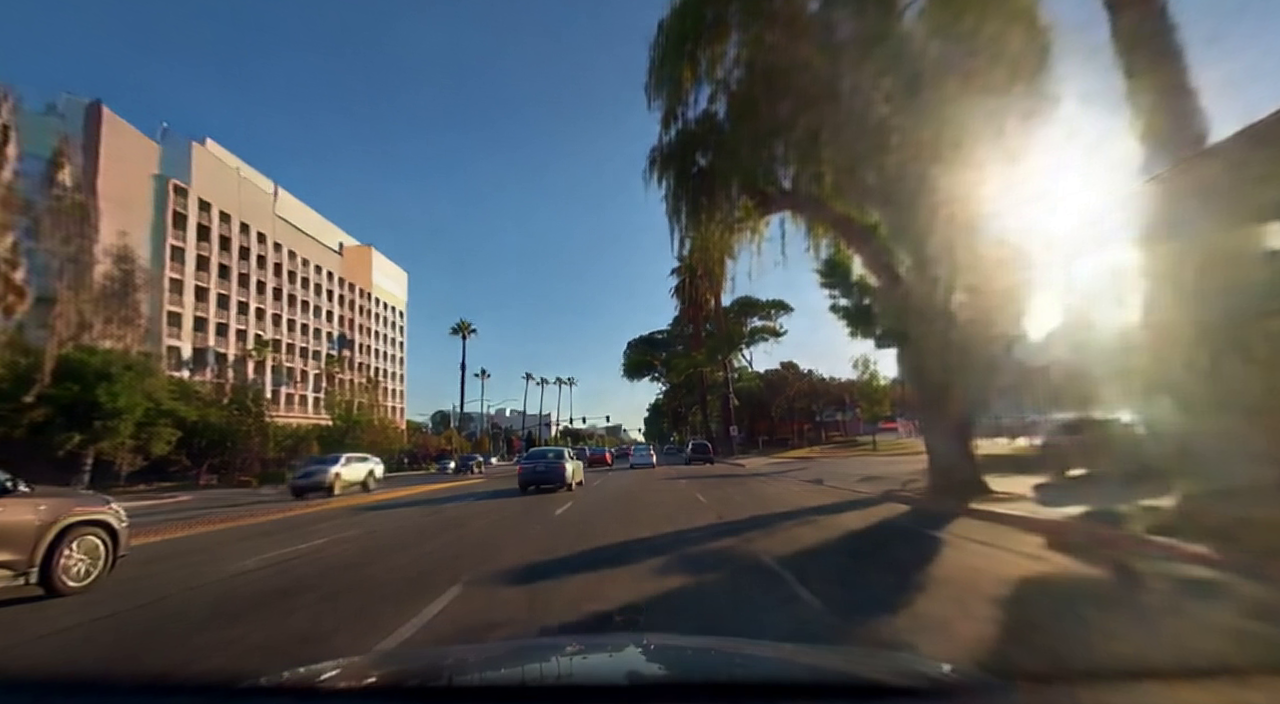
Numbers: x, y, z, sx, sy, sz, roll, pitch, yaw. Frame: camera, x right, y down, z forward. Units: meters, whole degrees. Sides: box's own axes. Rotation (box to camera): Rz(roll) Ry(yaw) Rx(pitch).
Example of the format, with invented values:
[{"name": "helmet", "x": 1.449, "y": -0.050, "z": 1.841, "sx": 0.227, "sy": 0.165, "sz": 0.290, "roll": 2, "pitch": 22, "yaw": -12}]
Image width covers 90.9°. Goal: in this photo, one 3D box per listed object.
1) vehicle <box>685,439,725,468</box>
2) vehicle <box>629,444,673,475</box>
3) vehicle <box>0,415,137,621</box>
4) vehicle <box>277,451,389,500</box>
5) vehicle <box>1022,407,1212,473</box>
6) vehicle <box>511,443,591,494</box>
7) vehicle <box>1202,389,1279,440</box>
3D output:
[{"name": "vehicle", "x": 4.211, "y": 6.680, "z": 41.698, "sx": 2.108, "sy": 1.785, "sz": 4.334, "roll": 0, "pitch": -8, "yaw": -1}, {"name": "vehicle", "x": 0.558, "y": 5.612, "z": 33.076, "sx": 2.147, "sy": 1.507, "sz": 3.953, "roll": 0, "pitch": -8, "yaw": 1}, {"name": "vehicle", "x": -6.466, "y": 1.277, "z": 4.447, "sx": 2.030, "sy": 1.730, "sz": 4.506, "roll": -1, "pitch": -8, "yaw": 1}, {"name": "vehicle", "x": -11.745, "y": 4.719, "z": 24.541, "sx": 2.034, "sy": 1.649, "sz": 4.577, "roll": 0, "pitch": -8, "yaw": 0}, {"name": "vehicle", "x": 12.113, "y": 2.278, "z": 16.014, "sx": 4.378, "sy": 1.463, "sz": 1.824, "roll": 5, "pitch": -10, "yaw": -23}, {"name": "vehicle", "x": -2.835, "y": 3.834, "z": 21.103, "sx": 1.908, "sy": 1.505, "sz": 4.369, "roll": -1, "pitch": -8, "yaw": 2}, {"name": "vehicle", "x": 22.212, "y": 2.336, "z": 22.789, "sx": 4.554, "sy": 1.635, "sz": 1.864, "roll": 6, "pitch": -11, "yaw": -37}]
